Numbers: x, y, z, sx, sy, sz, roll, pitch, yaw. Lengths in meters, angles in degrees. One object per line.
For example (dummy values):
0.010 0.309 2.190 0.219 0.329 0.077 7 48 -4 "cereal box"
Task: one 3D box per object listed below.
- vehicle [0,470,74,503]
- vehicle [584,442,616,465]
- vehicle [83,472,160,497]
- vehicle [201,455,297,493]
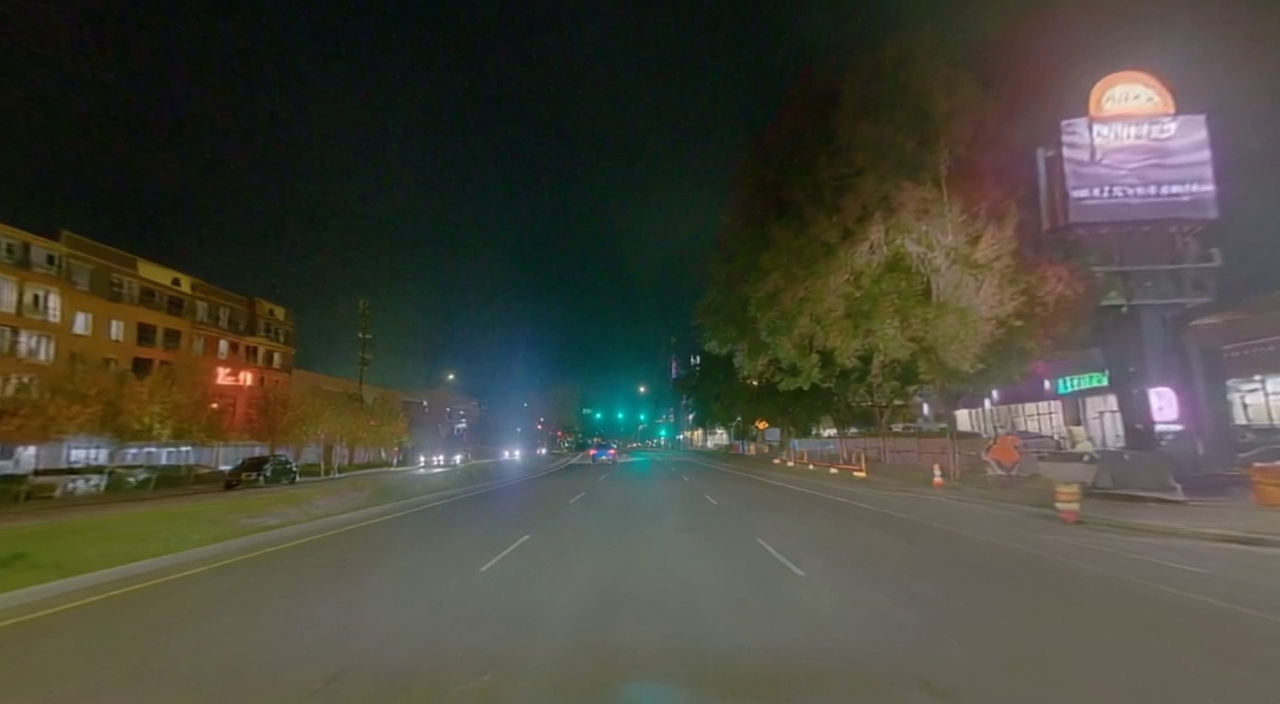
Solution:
-33.373 7.190 33.461 4.764 1.448 1.876 -3 -8 -3 "vehicle"
-2.683 6.929 43.255 1.926 1.442 4.231 0 -8 0 "vehicle"
-32.991 8.412 40.129 3.576 1.407 1.583 -1 -8 3 "vehicle"
-21.879 6.821 35.542 2.262 1.703 4.728 -5 -9 3 "vehicle"
